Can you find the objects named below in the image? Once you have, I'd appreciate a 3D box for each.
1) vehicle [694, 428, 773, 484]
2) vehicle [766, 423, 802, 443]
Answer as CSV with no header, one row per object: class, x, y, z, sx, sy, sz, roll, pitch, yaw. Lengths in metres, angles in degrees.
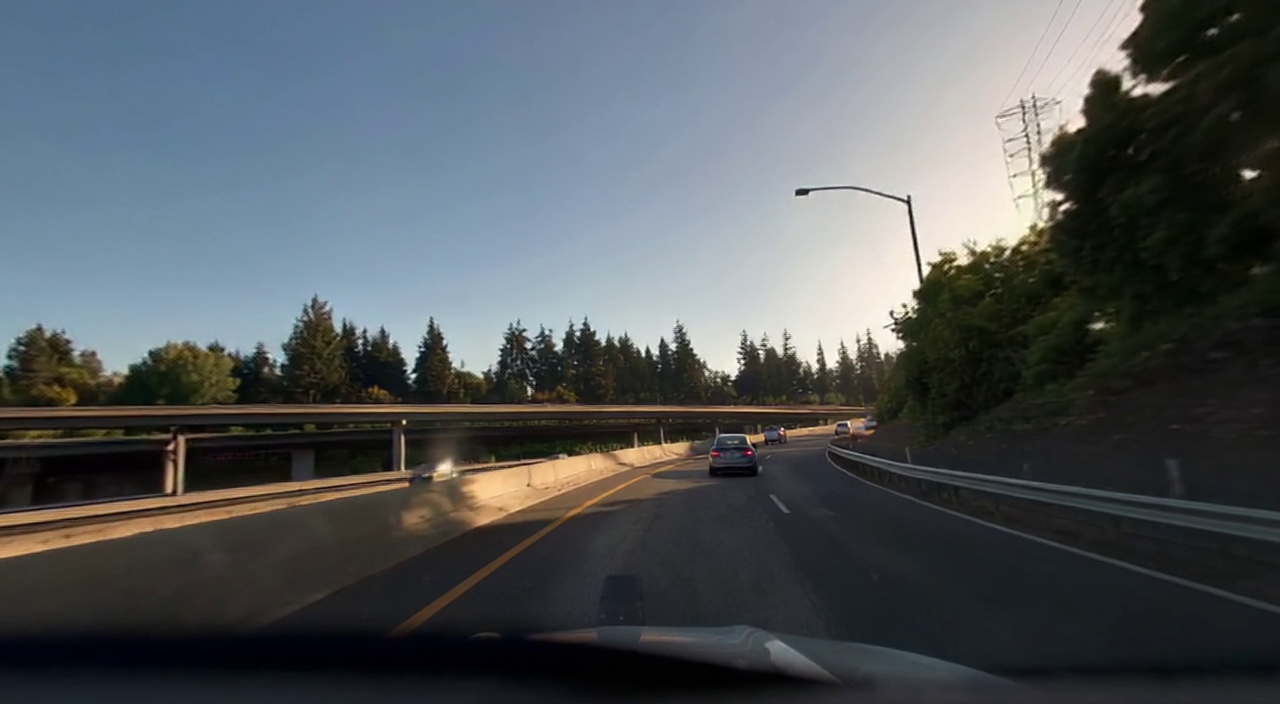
vehicle,2.831,3.133,19.210,2.091,1.482,4.321,-1,-8,8
vehicle,11.431,6.458,49.771,1.931,1.485,4.191,-4,-9,24
